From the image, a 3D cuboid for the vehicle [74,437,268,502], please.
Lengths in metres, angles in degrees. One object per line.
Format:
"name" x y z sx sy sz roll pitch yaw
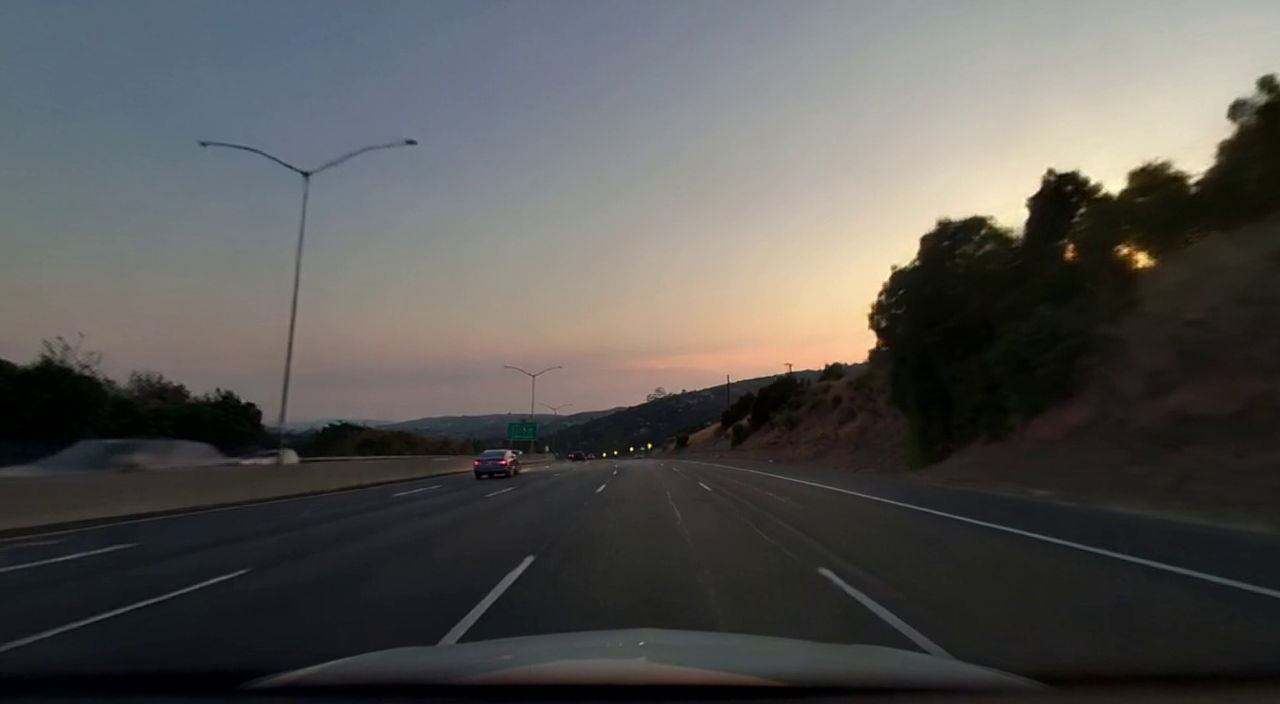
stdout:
"vehicle" -13.847 3.470 19.126 2.118 1.707 4.846 0 -8 0
